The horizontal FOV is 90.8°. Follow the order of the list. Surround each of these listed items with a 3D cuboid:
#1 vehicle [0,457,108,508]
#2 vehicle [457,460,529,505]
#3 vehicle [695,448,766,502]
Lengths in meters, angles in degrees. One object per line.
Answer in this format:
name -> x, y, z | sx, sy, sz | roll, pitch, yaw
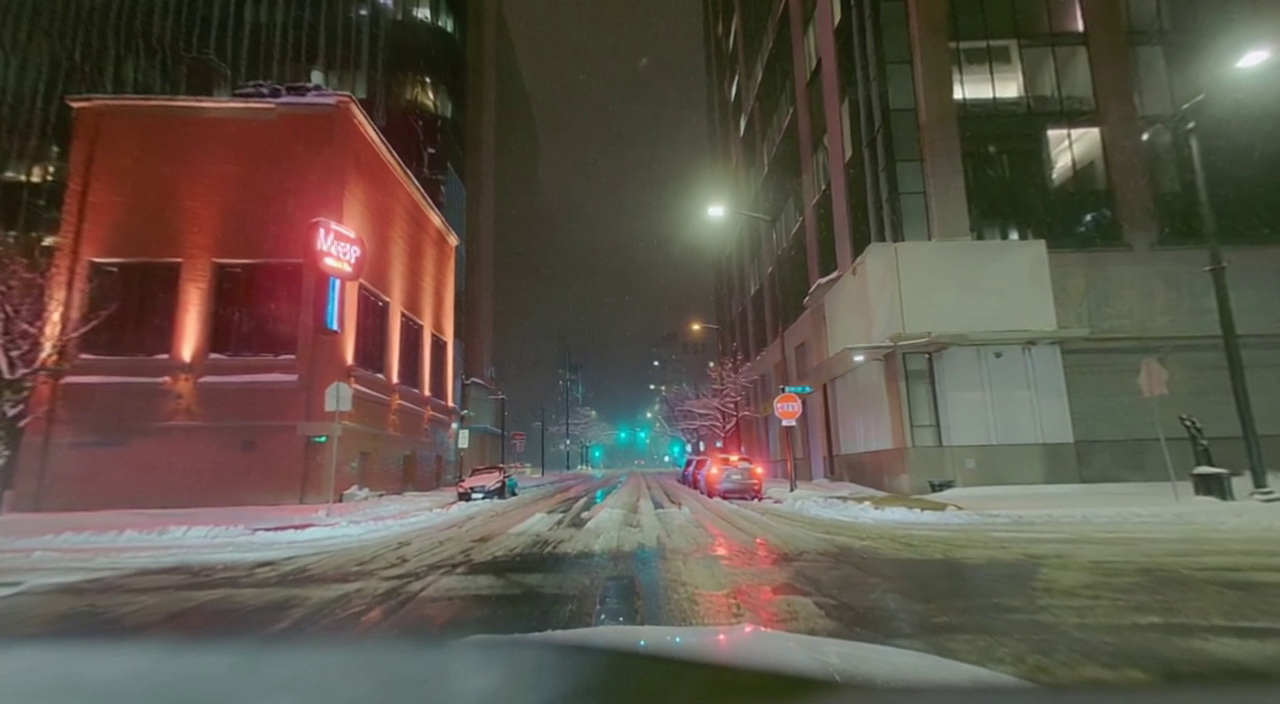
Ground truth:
vehicle -> -28.062, 6.138, 30.165 | 1.665, 1.432, 4.120 | 7, -1, 0
vehicle -> -5.449, 4.852, 23.879 | 1.864, 1.447, 3.887 | 0, -8, -2
vehicle -> 3.111, 4.321, 22.642 | 1.917, 1.680, 4.500 | 0, -8, 0
